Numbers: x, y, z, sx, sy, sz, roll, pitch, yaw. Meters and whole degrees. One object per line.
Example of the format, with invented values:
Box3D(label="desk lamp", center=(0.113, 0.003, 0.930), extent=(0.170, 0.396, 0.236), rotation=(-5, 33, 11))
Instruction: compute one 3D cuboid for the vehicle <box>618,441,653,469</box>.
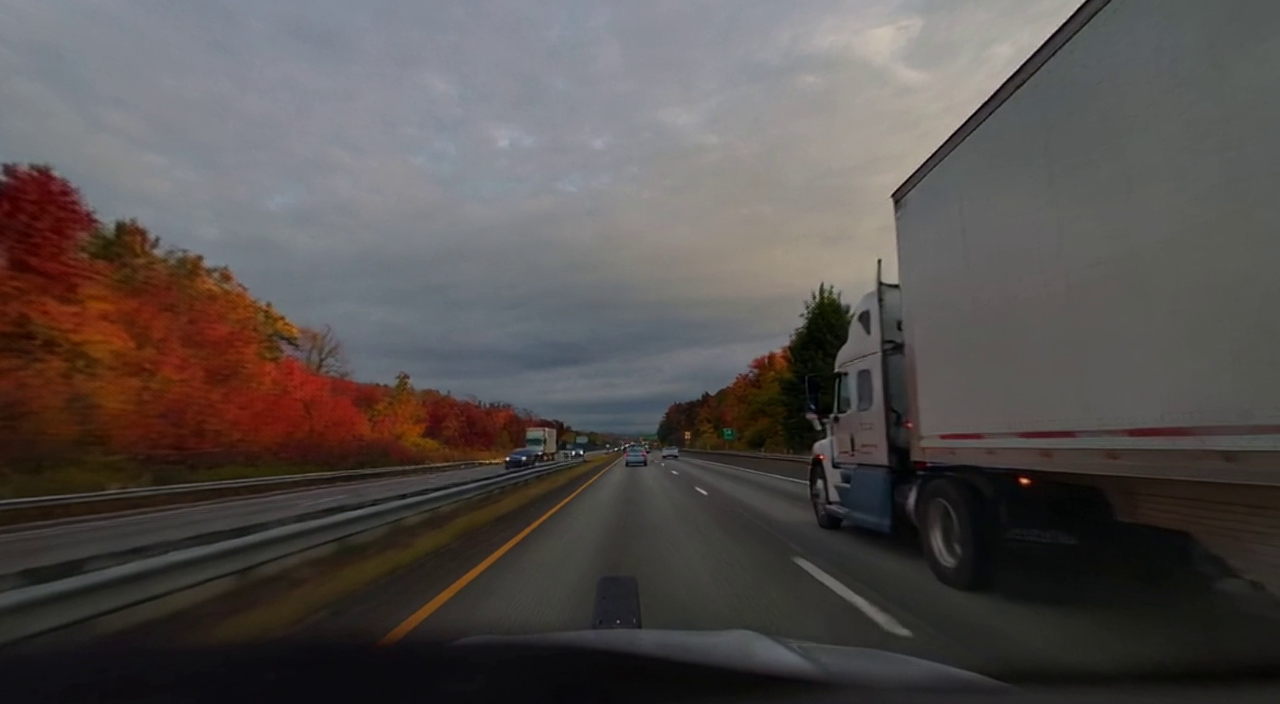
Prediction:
Box3D(label="vehicle", center=(-0.351, 6.738, 41.284), extent=(2.151, 1.693, 4.201), rotation=(0, -9, -2))

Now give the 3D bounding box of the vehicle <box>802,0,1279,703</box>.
Box3D(label="vehicle", center=(4.297, -0.256, 3.237), extent=(3.068, 4.042, 13.787), rotation=(0, -9, -1))

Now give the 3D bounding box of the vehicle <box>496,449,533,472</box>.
Box3D(label="vehicle", center=(-9.172, 7.945, 46.095), extent=(1.941, 1.521, 4.082), rotation=(0, -9, 0))
